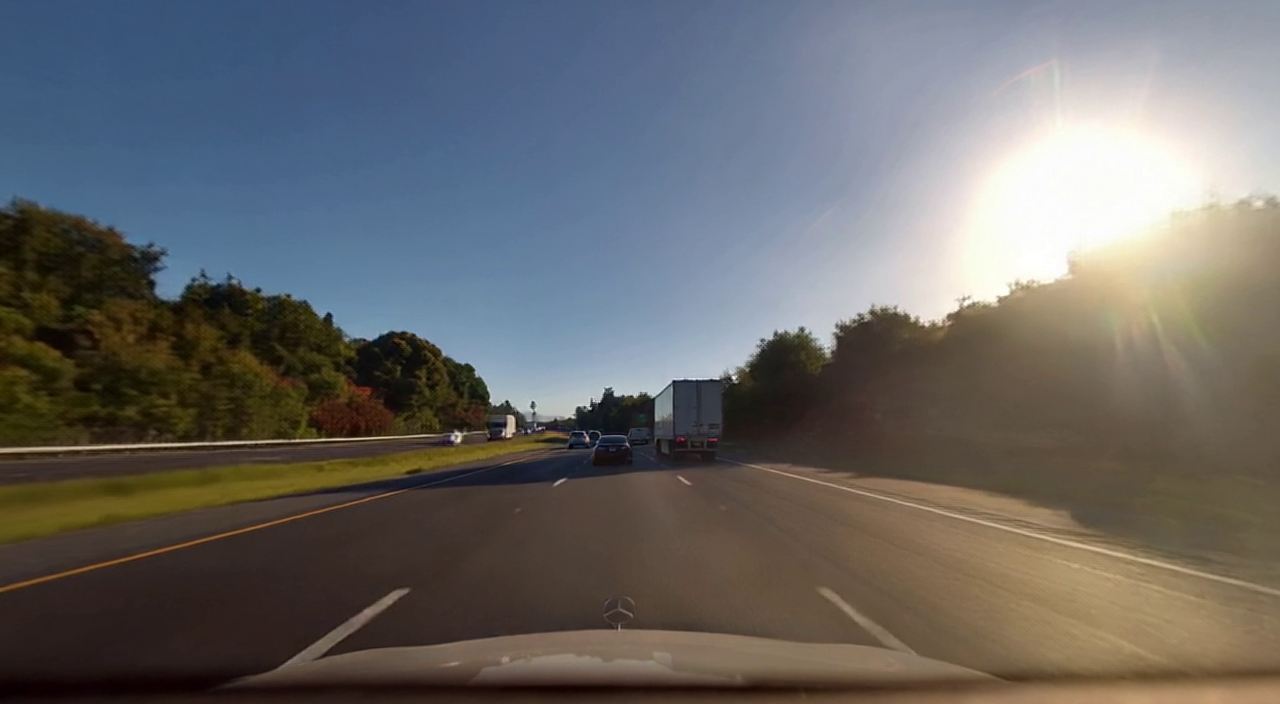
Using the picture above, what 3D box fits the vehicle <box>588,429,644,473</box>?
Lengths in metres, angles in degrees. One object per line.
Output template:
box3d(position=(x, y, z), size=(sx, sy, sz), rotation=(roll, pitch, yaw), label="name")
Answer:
box3d(position=(-0.945, 3.856, 24.795), size=(2.048, 1.563, 4.087), rotation=(0, -8, -2), label="vehicle")

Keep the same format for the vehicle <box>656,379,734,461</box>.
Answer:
box3d(position=(2.982, 4.452, 39.275), size=(2.946, 4.111, 14.652), rotation=(0, -8, -2), label="vehicle")
